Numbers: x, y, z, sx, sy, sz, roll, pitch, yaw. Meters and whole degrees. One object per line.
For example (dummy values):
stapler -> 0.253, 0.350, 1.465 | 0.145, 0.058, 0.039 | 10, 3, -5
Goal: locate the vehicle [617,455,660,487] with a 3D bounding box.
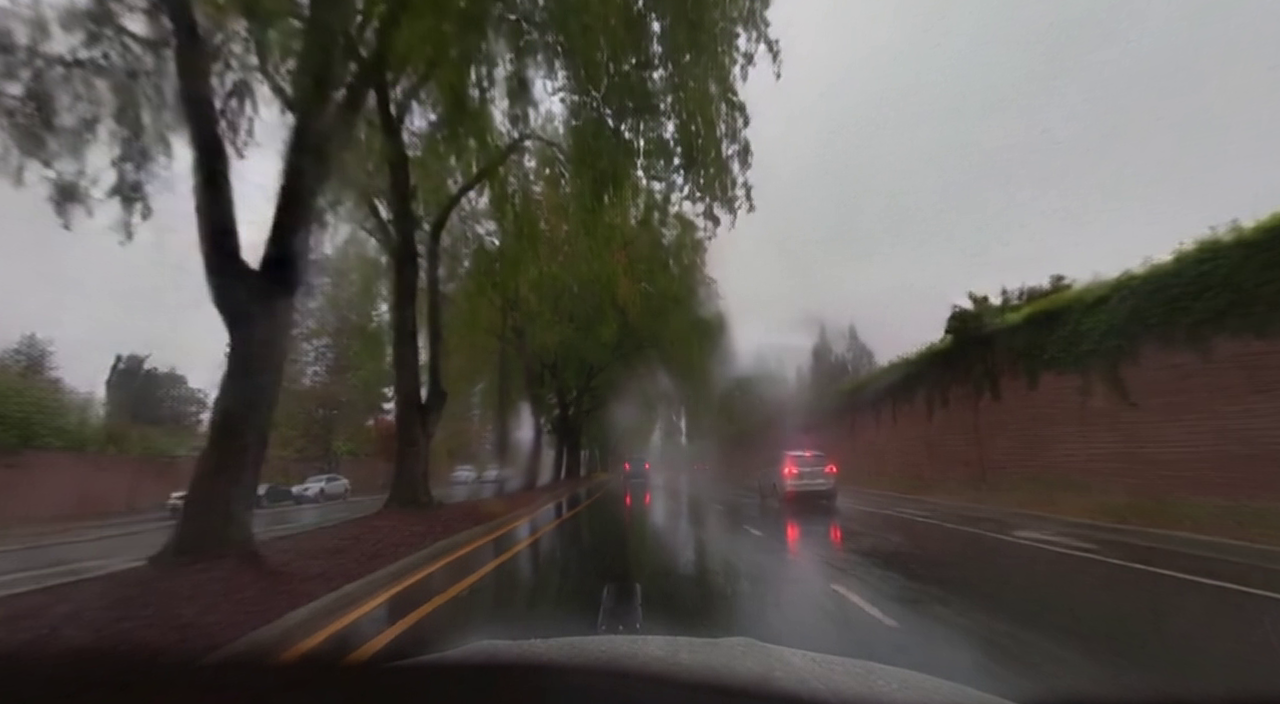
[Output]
vehicle -> -0.108, 7.143, 37.987 | 2.391, 1.739, 3.837 | -2, -10, -1

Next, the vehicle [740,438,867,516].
vehicle -> 4.200, 3.339, 17.146 | 2.155, 1.752, 4.456 | -2, -10, -1
